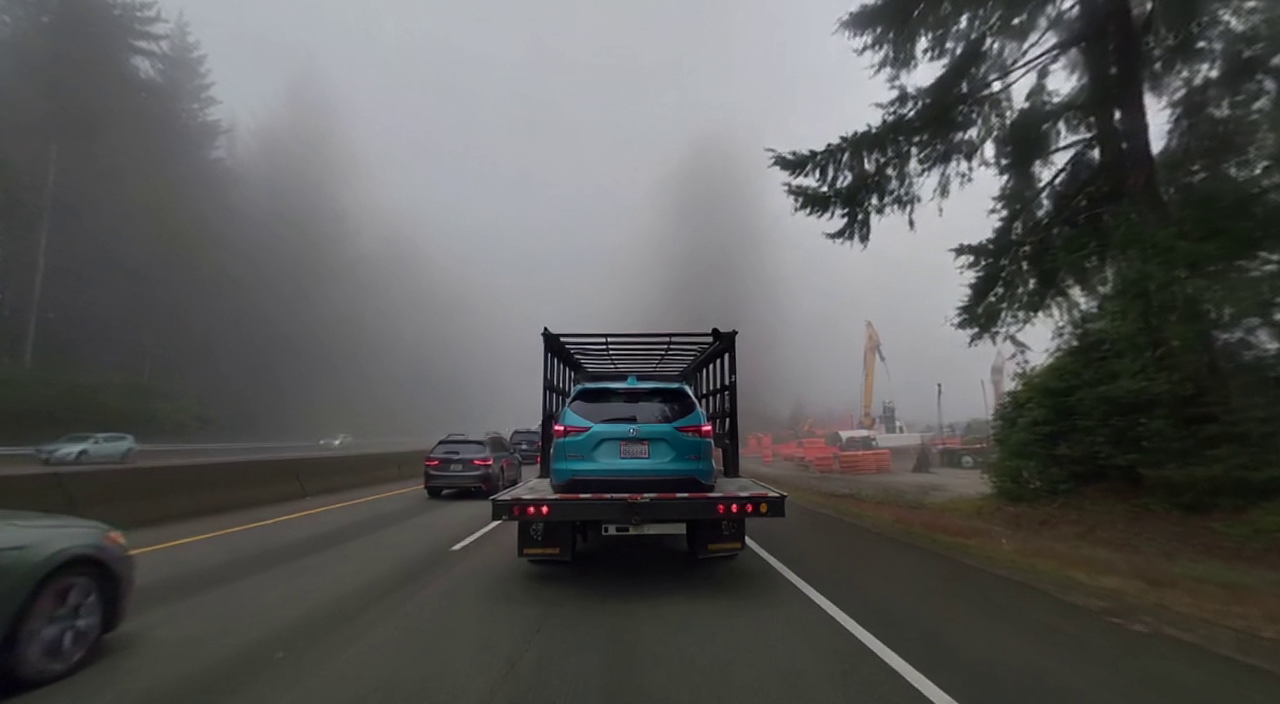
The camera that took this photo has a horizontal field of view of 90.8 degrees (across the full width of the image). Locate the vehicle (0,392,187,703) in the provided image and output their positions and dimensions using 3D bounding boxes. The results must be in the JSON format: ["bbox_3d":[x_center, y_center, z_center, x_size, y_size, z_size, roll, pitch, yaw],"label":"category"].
[{"bbox_3d":[-3.819,0.720,1.268,2.155,1.513,4.964,0,-9,0],"label":"vehicle"}]

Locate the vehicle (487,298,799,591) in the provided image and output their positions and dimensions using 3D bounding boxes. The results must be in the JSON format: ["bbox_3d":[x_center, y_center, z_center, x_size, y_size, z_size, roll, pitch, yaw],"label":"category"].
[{"bbox_3d":[-0.175,1.572,10.879,2.735,2.597,10.435,0,-9,-2],"label":"vehicle"}]

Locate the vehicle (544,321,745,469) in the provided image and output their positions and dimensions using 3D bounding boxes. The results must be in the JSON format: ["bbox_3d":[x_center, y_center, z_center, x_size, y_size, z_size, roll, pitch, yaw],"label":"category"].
[{"bbox_3d":[-0.037,0.802,9.181,2.156,1.604,4.680,0,-9,-2],"label":"vehicle"}]

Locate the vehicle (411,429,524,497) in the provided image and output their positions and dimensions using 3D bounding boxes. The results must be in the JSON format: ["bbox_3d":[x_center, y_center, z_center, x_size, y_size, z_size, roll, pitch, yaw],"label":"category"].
[{"bbox_3d":[-4.690,3.091,17.985,2.057,1.665,4.572,0,-9,-2],"label":"vehicle"}]
